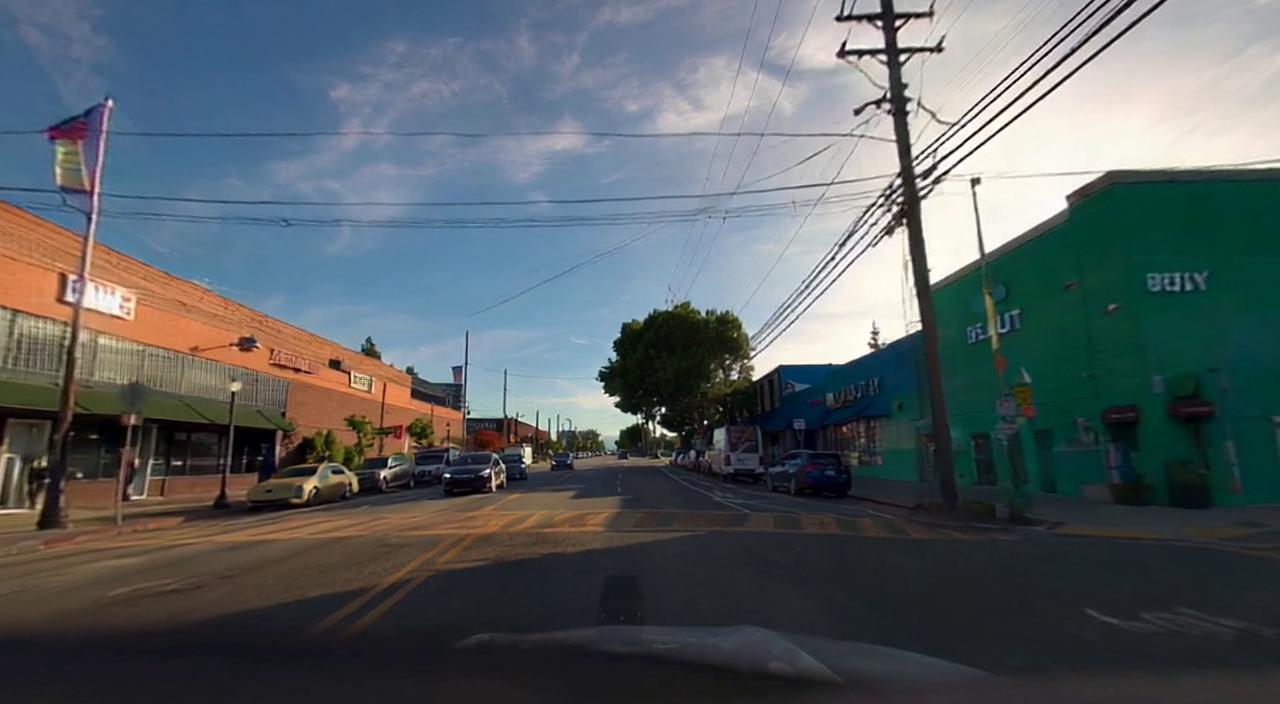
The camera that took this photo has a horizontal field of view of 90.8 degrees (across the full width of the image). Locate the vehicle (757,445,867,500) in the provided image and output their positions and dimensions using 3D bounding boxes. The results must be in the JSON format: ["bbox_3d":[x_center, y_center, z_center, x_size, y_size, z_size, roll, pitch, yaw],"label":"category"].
[{"bbox_3d":[5.742,4.049,21.699,1.963,1.646,4.204,1,-8,-11],"label":"vehicle"}]

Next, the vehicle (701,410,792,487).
[{"bbox_3d":[4.849,4.615,30.452,2.815,3.203,7.558,0,-8,-2],"label":"vehicle"}]

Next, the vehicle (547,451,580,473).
[{"bbox_3d":[-5.517,7.977,46.146,1.925,1.479,4.444,0,-8,0],"label":"vehicle"}]

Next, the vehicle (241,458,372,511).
[{"bbox_3d":[-10.773,4.272,20.822,1.978,1.452,4.263,0,-8,0],"label":"vehicle"}]

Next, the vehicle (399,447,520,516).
[{"bbox_3d":[-4.496,3.258,16.484,2.050,1.505,4.219,0,-8,-2],"label":"vehicle"}]
